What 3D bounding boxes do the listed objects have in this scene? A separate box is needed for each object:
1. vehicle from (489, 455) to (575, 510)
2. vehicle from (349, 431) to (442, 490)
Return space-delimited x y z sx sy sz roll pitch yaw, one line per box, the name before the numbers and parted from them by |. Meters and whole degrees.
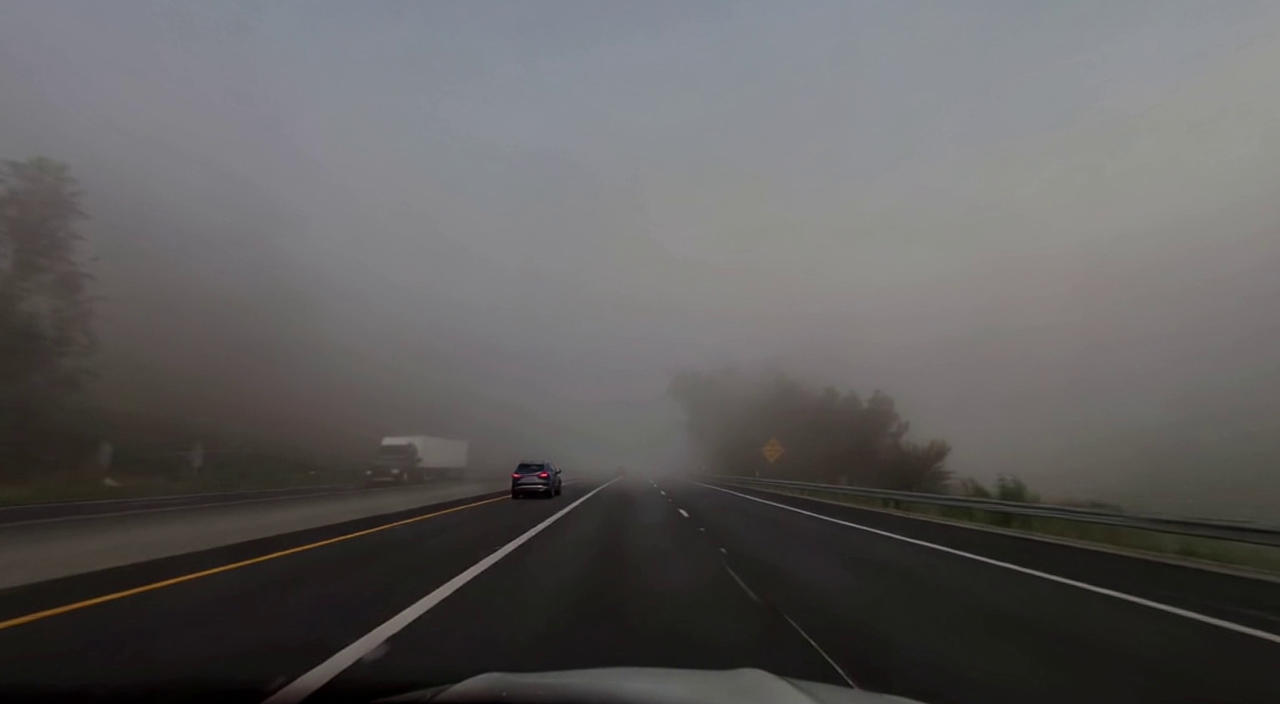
vehicle | -3.628 4.512 22.116 2.053 1.657 4.725 1 -10 1
vehicle | -17.092 7.746 44.898 2.944 3.713 8.529 1 -10 1
